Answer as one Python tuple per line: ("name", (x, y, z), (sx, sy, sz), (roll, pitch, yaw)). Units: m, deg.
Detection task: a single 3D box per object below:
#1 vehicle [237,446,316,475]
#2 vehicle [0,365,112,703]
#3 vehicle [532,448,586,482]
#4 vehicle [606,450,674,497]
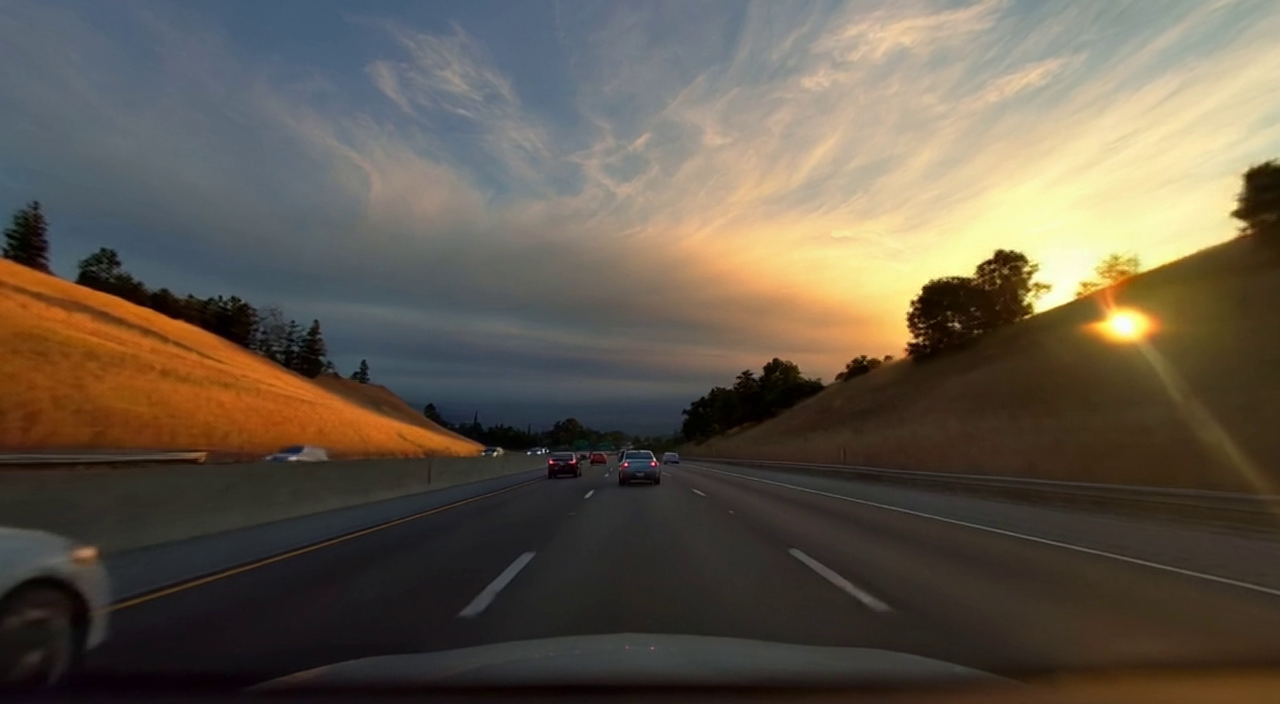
("vehicle", (-19.511, 5.825, 34.033), (1.865, 1.456, 3.979), (0, -9, -1))
("vehicle", (-3.749, 0.632, 1.131), (2.048, 1.621, 4.058), (0, -9, 0))
("vehicle", (-4.007, 5.709, 32.004), (2.153, 1.581, 4.375), (0, -9, 0))
("vehicle", (-0.026, 3.937, 20.815), (2.023, 1.400, 4.028), (0, -9, -1))
